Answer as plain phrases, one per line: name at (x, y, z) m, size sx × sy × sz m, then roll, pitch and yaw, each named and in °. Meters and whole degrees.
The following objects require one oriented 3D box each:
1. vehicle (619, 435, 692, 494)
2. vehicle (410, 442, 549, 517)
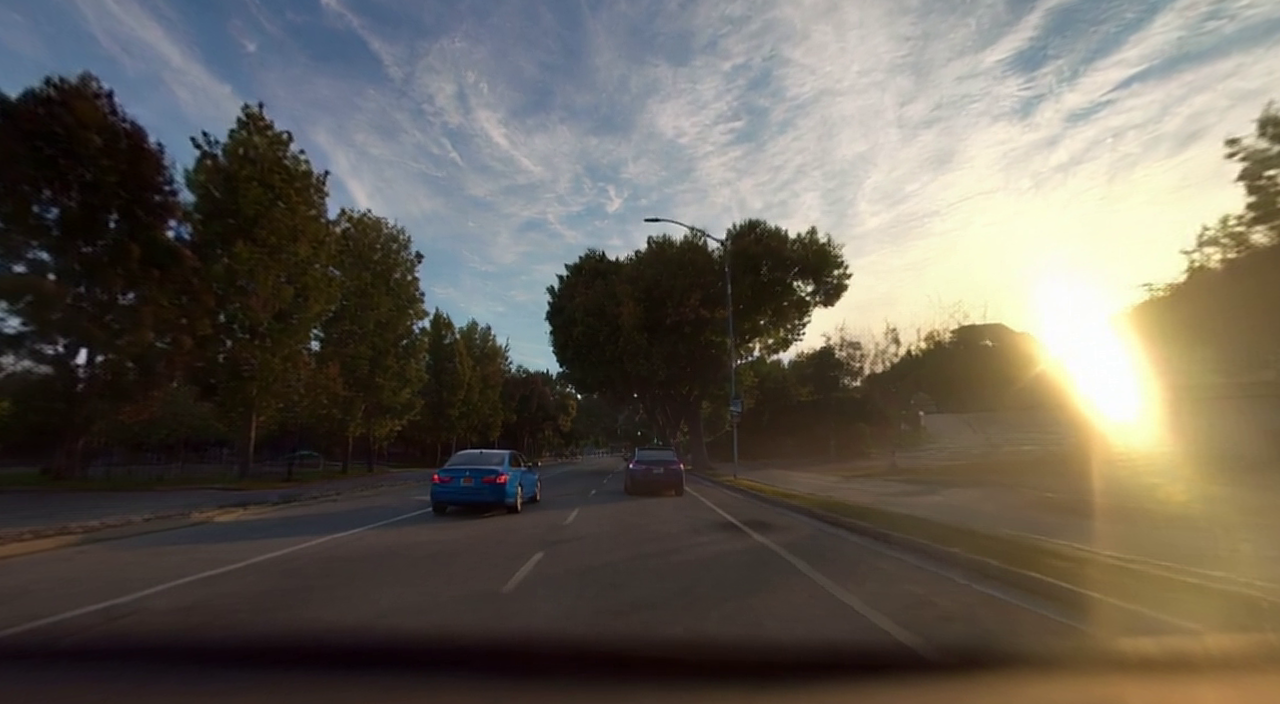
vehicle at (0.397, 3.802, 21.610) m, size 2.215 × 1.799 × 4.426 m, roll 0°, pitch -9°, yaw -2°
vehicle at (-3.426, 2.800, 14.317) m, size 2.036 × 1.447 × 4.044 m, roll 0°, pitch -9°, yaw 1°
